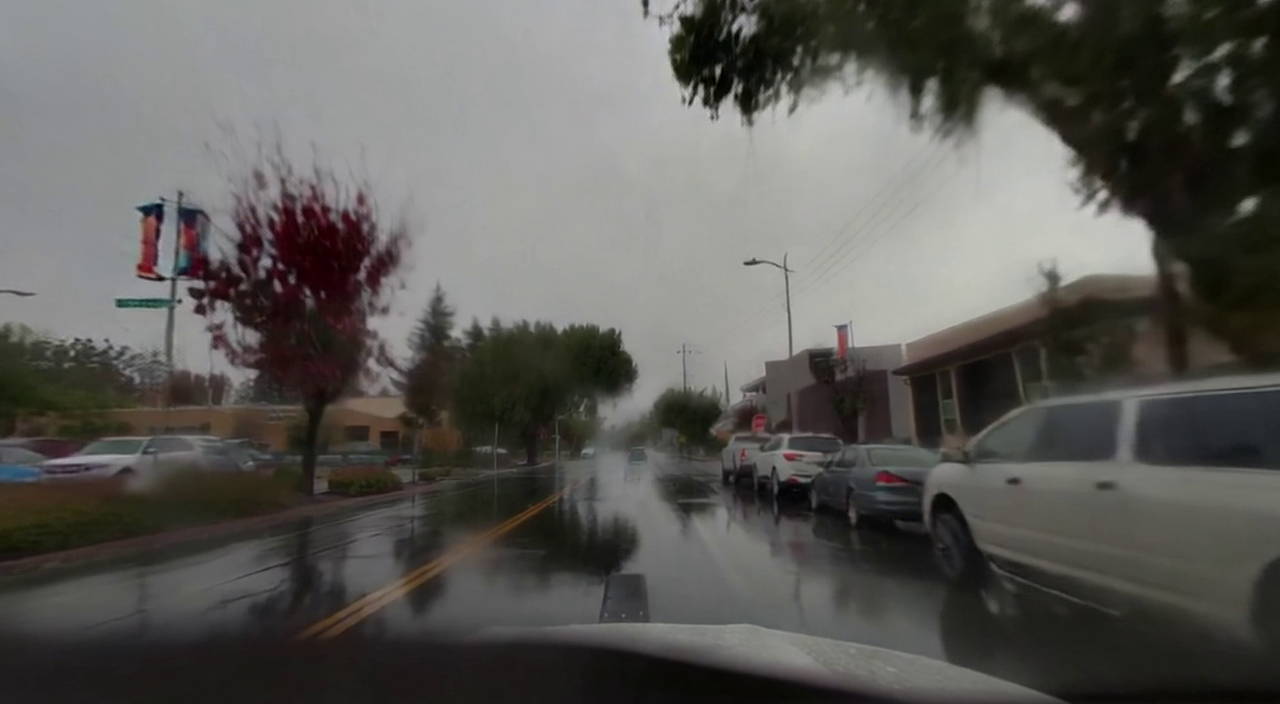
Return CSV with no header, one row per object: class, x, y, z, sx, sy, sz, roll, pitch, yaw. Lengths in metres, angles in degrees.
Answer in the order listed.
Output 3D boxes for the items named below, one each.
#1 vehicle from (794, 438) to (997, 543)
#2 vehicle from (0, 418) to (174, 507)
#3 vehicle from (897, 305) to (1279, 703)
vehicle,4.227,2.323,11.268,1.801,1.491,4.308,0,-8,0
vehicle,-16.441,3.080,17.338,5.490,2.067,2.220,-5,-7,1
vehicle,4.018,0.962,4.013,2.292,1.974,5.853,0,-8,0
